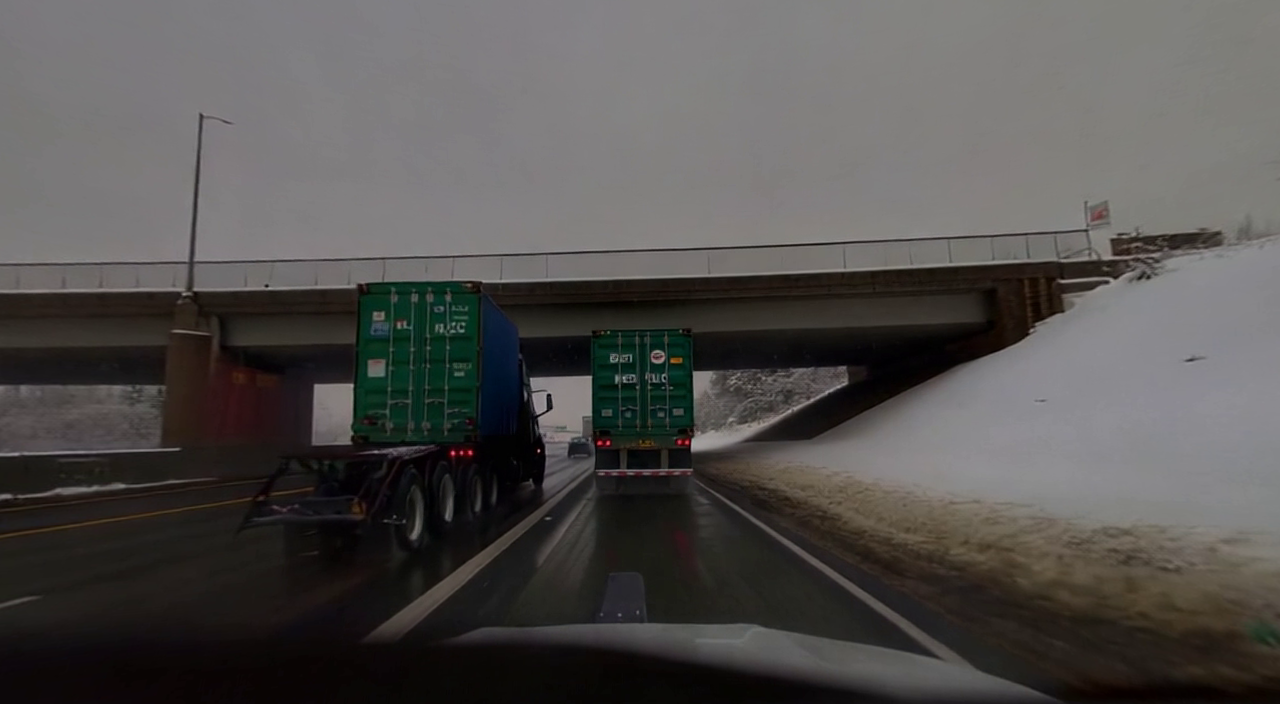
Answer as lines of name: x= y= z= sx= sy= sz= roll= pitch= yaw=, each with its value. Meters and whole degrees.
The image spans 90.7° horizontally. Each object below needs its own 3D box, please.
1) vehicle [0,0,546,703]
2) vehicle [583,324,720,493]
vehicle: x=-3.637 y=0.344 z=7.827 sx=2.873 sy=4.198 sz=13.317 roll=0 pitch=-9 yaw=0
vehicle: x=0.267 y=1.933 z=19.591 sx=3.357 sy=4.212 sz=7.519 roll=0 pitch=-9 yaw=0
